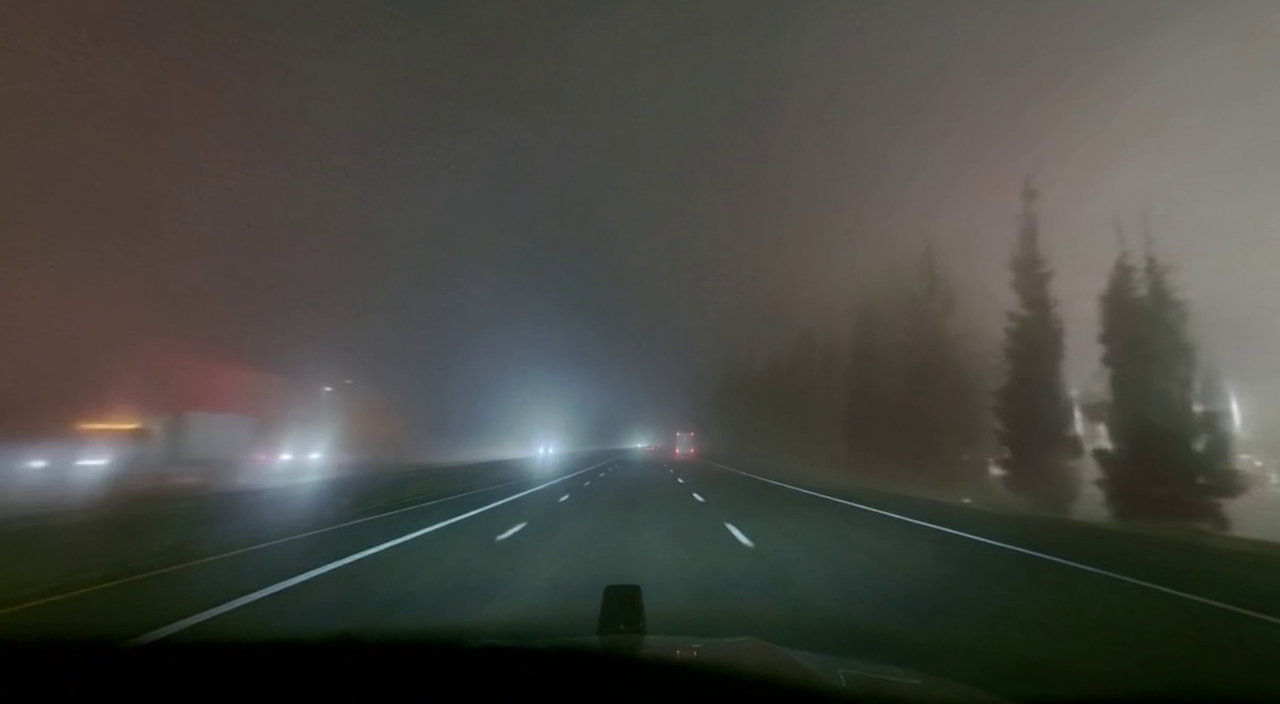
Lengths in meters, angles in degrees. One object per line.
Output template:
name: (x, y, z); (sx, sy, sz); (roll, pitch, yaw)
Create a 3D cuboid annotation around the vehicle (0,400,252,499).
vehicle: (-19.734, 3.837, 25.171); (2.989, 3.268, 8.334); (0, -8, 1)
